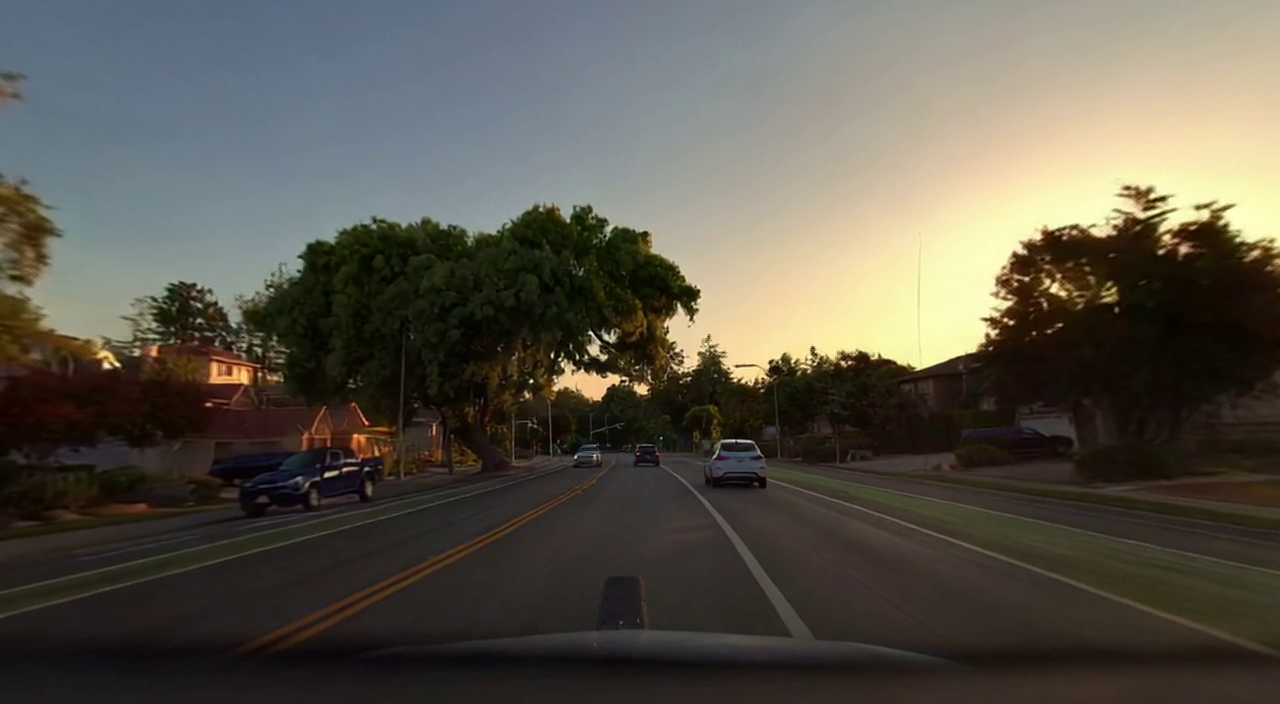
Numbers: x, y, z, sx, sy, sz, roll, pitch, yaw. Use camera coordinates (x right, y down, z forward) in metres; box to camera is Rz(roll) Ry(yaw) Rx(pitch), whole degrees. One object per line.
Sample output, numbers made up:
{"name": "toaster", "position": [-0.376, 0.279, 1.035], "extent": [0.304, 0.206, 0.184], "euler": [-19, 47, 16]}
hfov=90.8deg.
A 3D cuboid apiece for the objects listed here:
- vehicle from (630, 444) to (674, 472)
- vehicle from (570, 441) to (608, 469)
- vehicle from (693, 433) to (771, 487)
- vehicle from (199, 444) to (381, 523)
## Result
{"name": "vehicle", "position": [0.596, 5.828, 34.904], "extent": [2.196, 1.449, 4.006], "euler": [0, -9, -2]}
{"name": "vehicle", "position": [-3.429, 7.059, 43.445], "extent": [2.091, 1.811, 4.651], "euler": [0, -9, 2]}
{"name": "vehicle", "position": [3.259, 3.947, 23.381], "extent": [2.200, 1.763, 4.676], "euler": [0, -8, 0]}
{"name": "vehicle", "position": [-9.033, 3.384, 16.908], "extent": [2.188, 1.813, 4.478], "euler": [0, -8, 1]}
